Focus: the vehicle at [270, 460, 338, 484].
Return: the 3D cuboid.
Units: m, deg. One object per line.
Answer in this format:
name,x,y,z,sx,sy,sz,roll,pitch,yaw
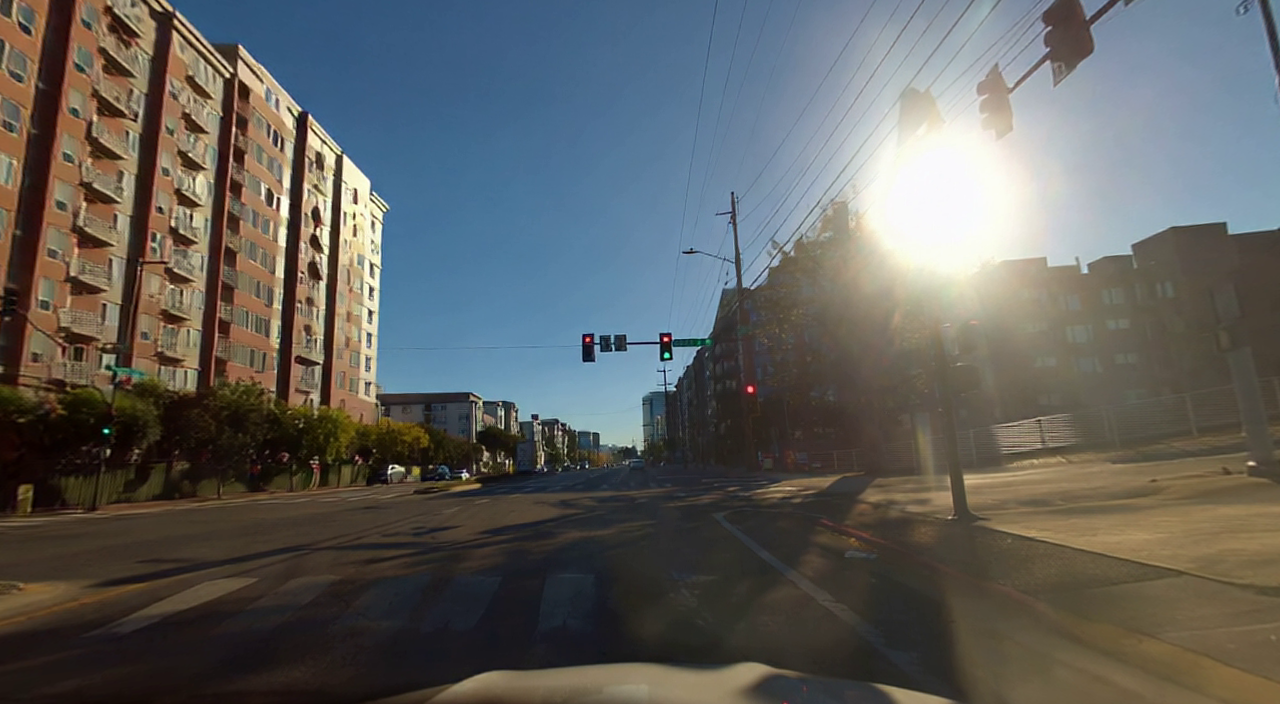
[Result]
vehicle,-24.650,8.797,46.271,3.882,1.600,1.768,0,-9,2
